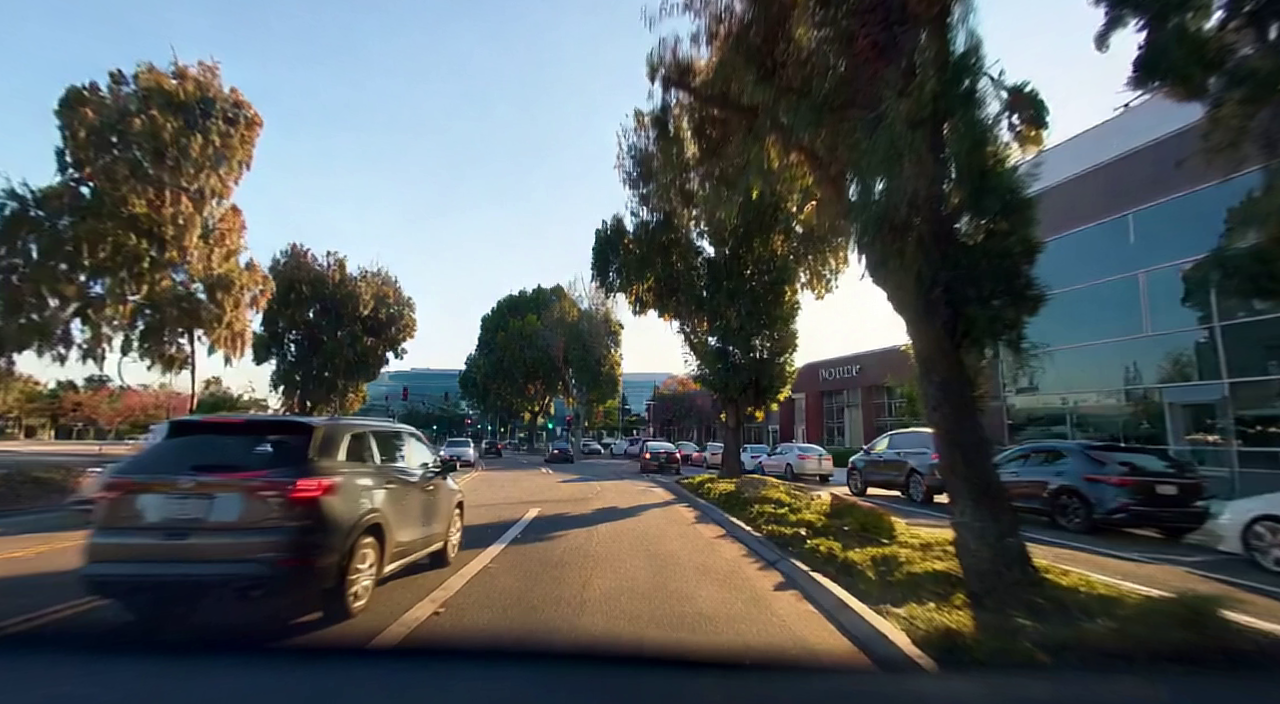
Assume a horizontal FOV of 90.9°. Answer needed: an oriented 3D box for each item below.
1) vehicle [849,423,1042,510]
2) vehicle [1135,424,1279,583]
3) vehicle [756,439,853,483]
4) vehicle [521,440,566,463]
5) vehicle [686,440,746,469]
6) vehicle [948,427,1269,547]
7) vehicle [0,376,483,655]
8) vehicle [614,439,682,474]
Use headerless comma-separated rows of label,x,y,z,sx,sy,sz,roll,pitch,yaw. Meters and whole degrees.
vehicle,7.036,2.680,15.202,2.070,1.758,4.392,1,-9,-7
vehicle,7.378,1.394,5.746,2.027,1.552,4.423,-1,-10,-1
vehicle,6.099,4.087,24.027,1.890,1.488,4.567,1,-9,-9
vehicle,-6.773,6.901,43.840,2.308,1.535,4.811,3,-9,-18
vehicle,4.091,5.627,34.732,1.820,1.450,4.408,2,-9,-13
vehicle,7.345,2.207,10.671,1.972,1.429,4.487,5,-10,-1
vehicle,-3.375,1.430,6.712,2.301,1.793,5.082,0,-9,-3
vehicle,0.280,4.860,29.519,2.280,1.472,4.426,2,-9,-11
